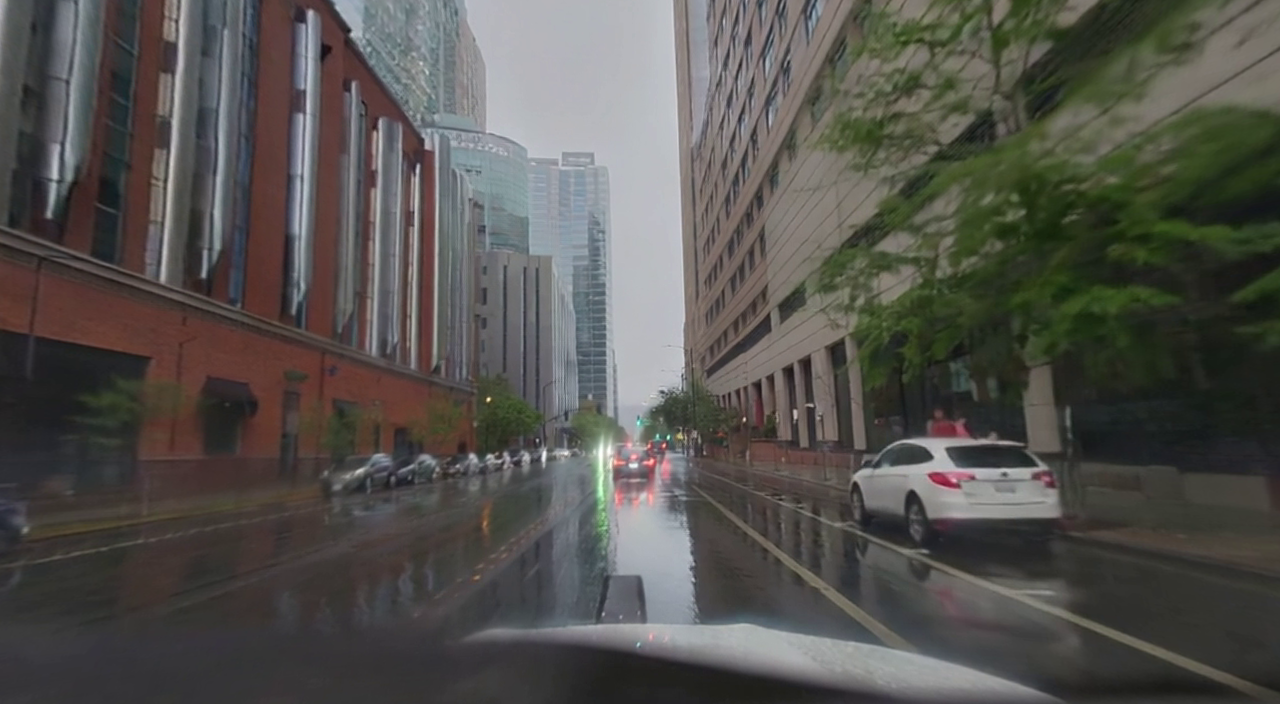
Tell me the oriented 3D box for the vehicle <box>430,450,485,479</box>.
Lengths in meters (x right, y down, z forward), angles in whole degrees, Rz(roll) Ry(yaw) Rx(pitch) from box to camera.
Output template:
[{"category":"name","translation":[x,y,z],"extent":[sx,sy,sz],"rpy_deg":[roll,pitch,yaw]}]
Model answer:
[{"category":"vehicle","translation":[-11.824,7.278,41.286],"extent":[2.077,1.732,4.704],"rpy_deg":[0,-8,1]}]

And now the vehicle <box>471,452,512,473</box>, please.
[{"category":"vehicle","translation":[-11.557,8.618,49.419],"extent":[1.991,1.507,4.879],"rpy_deg":[0,-8,0]}]

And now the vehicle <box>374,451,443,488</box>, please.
[{"category":"vehicle","translation":[-11.730,5.945,32.284],"extent":[1.881,1.686,4.451],"rpy_deg":[0,-8,-1]}]

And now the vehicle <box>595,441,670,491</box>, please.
[{"category":"vehicle","translation":[-0.197,3.735,21.079],"extent":[2.269,1.479,3.980],"rpy_deg":[0,-8,1]}]

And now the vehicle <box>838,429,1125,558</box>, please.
[{"category":"vehicle","translation":[4.967,2.087,10.080],"extent":[2.075,1.584,4.201],"rpy_deg":[0,-9,-2]}]

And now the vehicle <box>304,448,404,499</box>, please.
[{"category":"vehicle","translation":[-11.891,5.029,26.693],"extent":[2.114,1.938,4.590],"rpy_deg":[0,-8,-1]}]
